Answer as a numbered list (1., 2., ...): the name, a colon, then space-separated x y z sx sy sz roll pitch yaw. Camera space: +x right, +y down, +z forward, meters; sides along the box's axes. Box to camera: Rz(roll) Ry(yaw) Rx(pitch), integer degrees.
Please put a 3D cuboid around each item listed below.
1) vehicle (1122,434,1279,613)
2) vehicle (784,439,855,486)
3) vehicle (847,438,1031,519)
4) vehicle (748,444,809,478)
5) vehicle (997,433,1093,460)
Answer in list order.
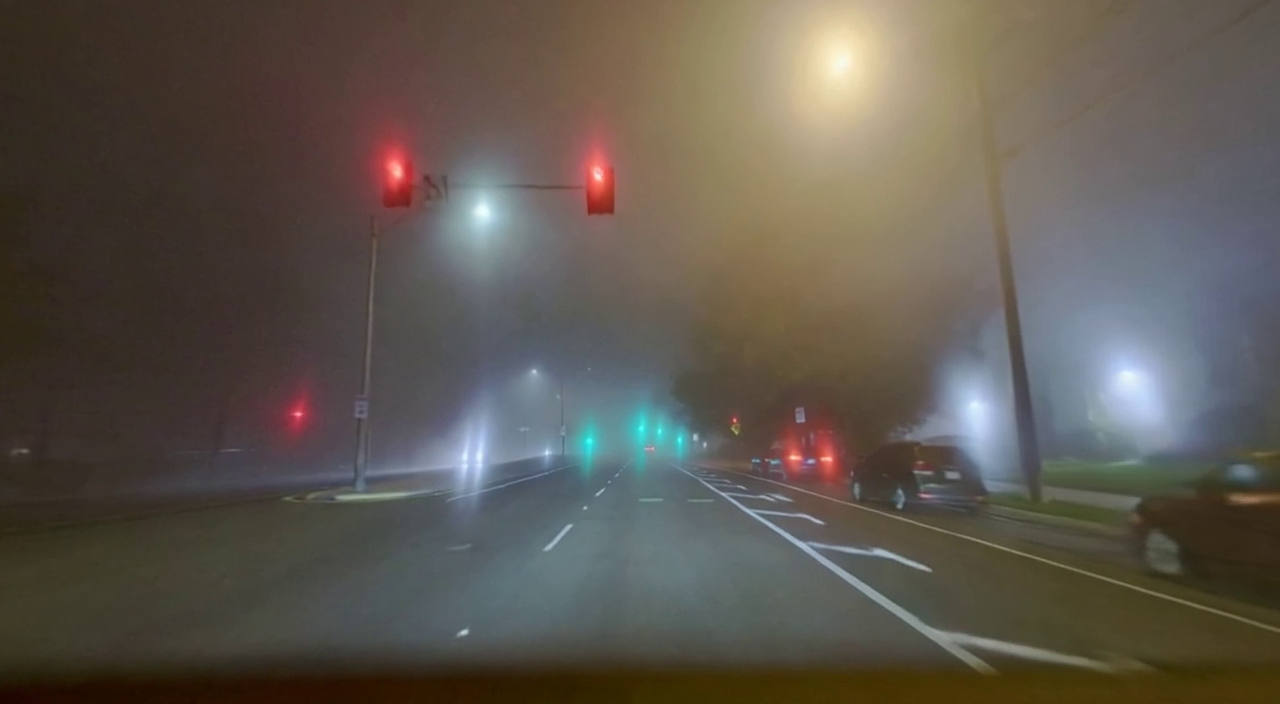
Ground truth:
1. vehicle: 6.207 1.325 4.640 1.936 1.456 4.445 -1 -9 3
2. vehicle: 6.480 4.010 23.038 1.752 1.590 3.090 -1 -9 2
3. vehicle: 6.308 2.697 13.990 1.976 1.498 4.390 0 -9 1
4. vehicle: 6.393 5.068 29.645 1.974 1.444 4.494 0 -9 2
5. vehicle: 30.378 7.120 47.492 5.683 1.922 2.104 -4 -9 23
